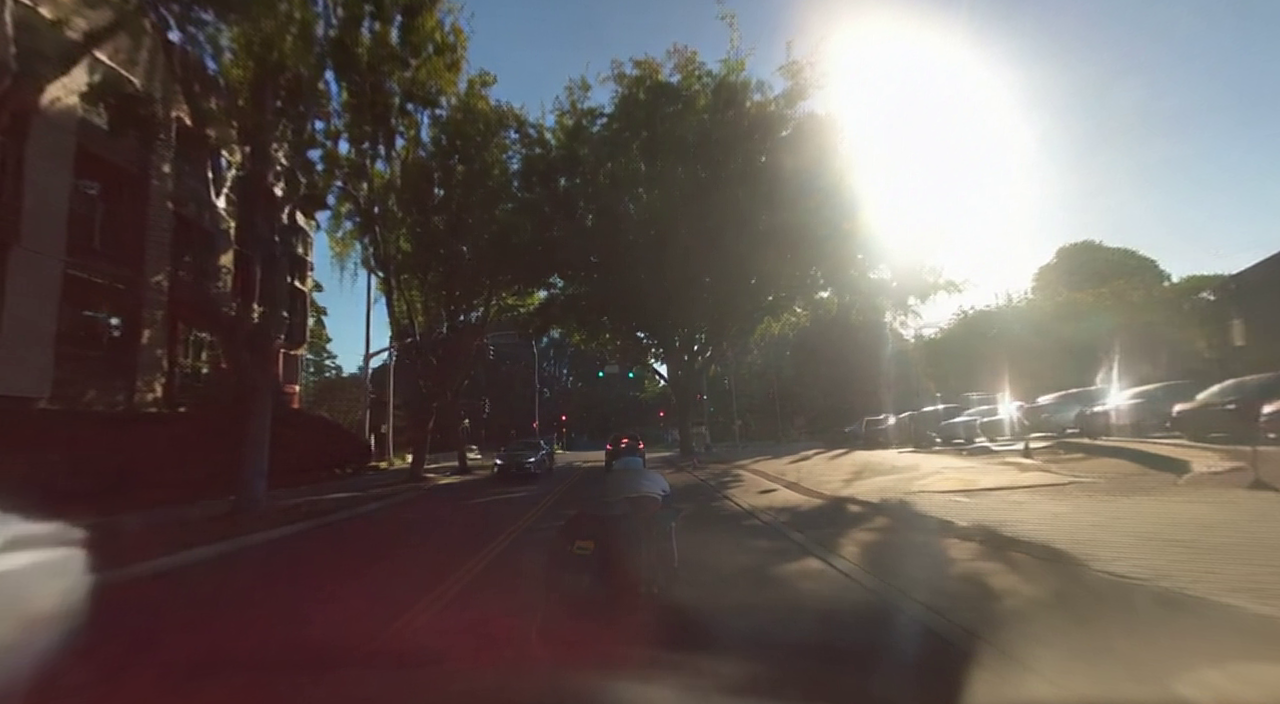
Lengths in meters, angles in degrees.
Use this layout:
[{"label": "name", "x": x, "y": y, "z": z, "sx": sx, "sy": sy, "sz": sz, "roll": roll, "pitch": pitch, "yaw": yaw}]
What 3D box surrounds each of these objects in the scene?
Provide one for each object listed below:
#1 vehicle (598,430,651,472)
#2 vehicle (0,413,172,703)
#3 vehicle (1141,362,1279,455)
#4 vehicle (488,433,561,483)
[{"label": "vehicle", "x": -0.636, "y": 4.288, "z": 27.500, "sx": 2.142, "sy": 1.686, "sz": 3.816, "roll": -1, "pitch": -8, "yaw": 0}, {"label": "vehicle", "x": -3.440, "y": 0.869, "z": 1.455, "sx": 1.973, "sy": 1.512, "sz": 3.524, "roll": 0, "pitch": -8, "yaw": 0}, {"label": "vehicle", "x": 12.009, "y": 0.885, "z": 11.131, "sx": 4.349, "sy": 1.462, "sz": 1.982, "roll": -5, "pitch": -7, "yaw": 7}, {"label": "vehicle", "x": -4.093, "y": 3.818, "z": 23.004, "sx": 2.057, "sy": 1.613, "sz": 4.062, "roll": 0, "pitch": -8, "yaw": -2}]
